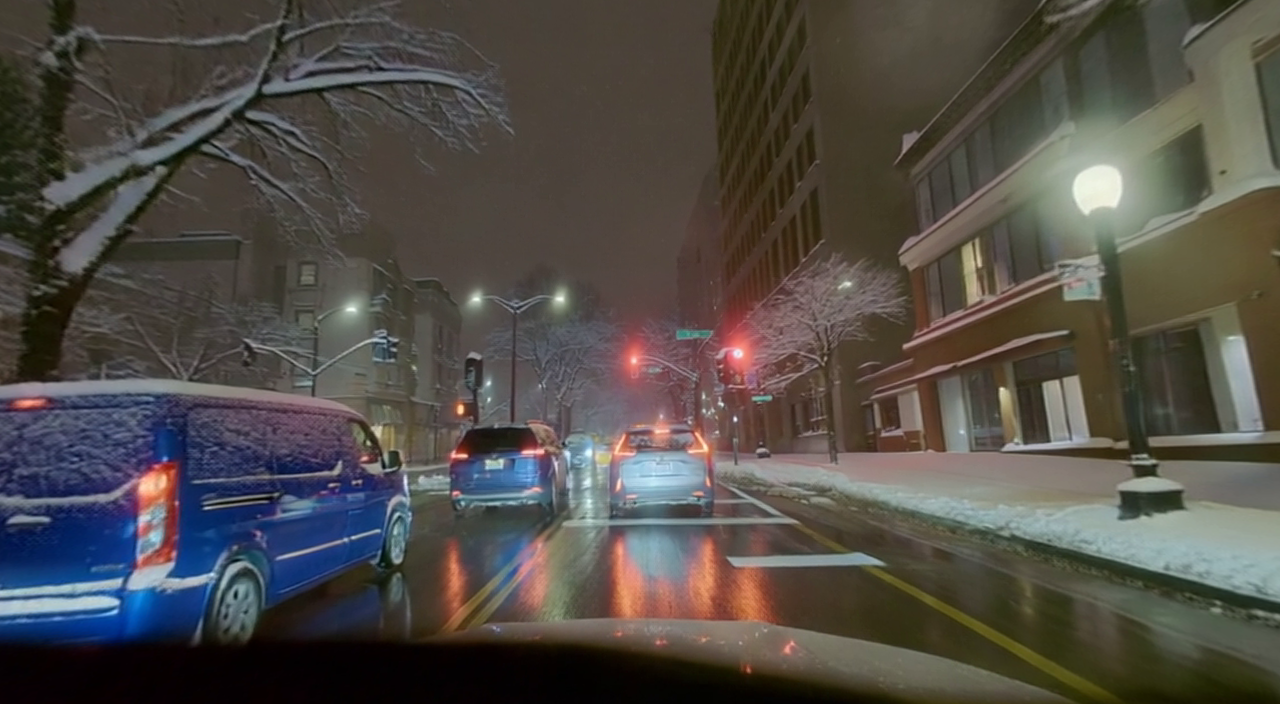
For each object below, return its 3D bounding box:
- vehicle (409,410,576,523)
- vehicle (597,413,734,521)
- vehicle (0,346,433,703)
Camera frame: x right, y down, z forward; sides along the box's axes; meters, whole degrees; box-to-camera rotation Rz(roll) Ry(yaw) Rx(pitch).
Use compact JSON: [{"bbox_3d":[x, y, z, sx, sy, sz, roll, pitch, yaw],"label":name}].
[{"bbox_3d":[-2.609,2.180,12.511,2.124,1.799,4.587,0,-8,1],"label":"vehicle"},{"bbox_3d":[0.435,2.144,12.180,2.205,1.727,3.917,0,-8,1],"label":"vehicle"},{"bbox_3d":[-3.154,1.108,4.657,1.940,1.722,3.823,0,-8,0],"label":"vehicle"}]
